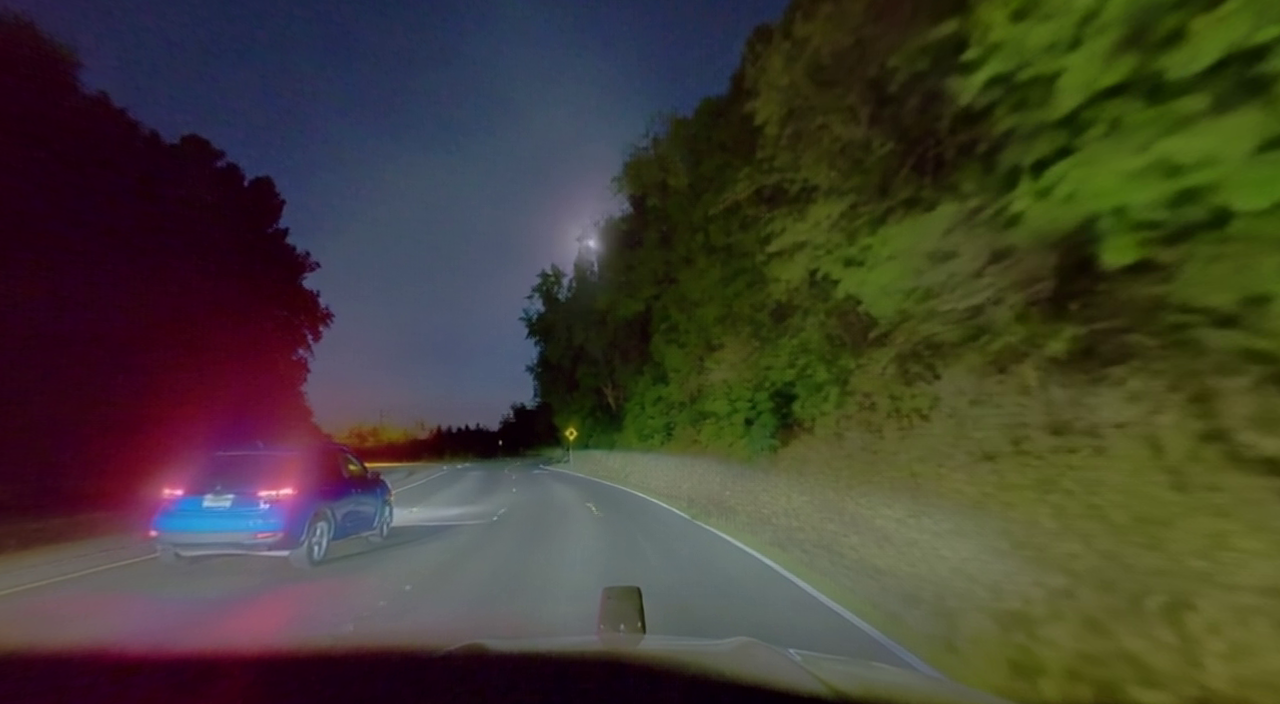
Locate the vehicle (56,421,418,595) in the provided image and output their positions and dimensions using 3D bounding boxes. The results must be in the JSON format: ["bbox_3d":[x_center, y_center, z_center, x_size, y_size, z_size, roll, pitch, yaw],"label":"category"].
[{"bbox_3d":[-4.494,1.781,7.983,2.078,1.607,3.959,0,-9,-3],"label":"vehicle"}]
